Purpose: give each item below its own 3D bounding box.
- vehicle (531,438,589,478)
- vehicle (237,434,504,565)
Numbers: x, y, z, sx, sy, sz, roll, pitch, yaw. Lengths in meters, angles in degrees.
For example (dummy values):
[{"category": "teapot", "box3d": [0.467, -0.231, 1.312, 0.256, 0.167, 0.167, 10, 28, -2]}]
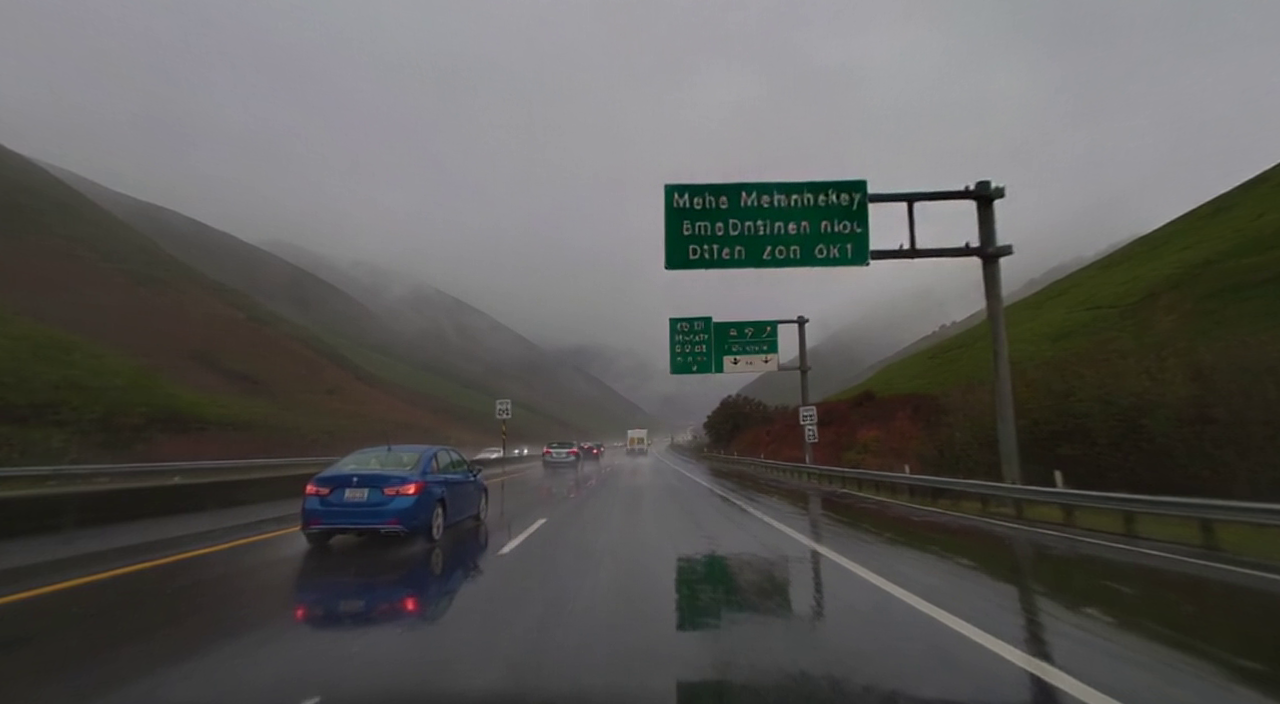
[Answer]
[{"category": "vehicle", "box3d": [-3.563, 4.836, 28.910, 2.073, 1.694, 4.162, 0, -9, 1]}, {"category": "vehicle", "box3d": [-3.514, 2.004, 9.376, 1.988, 1.440, 4.504, 0, -9, 0]}]
